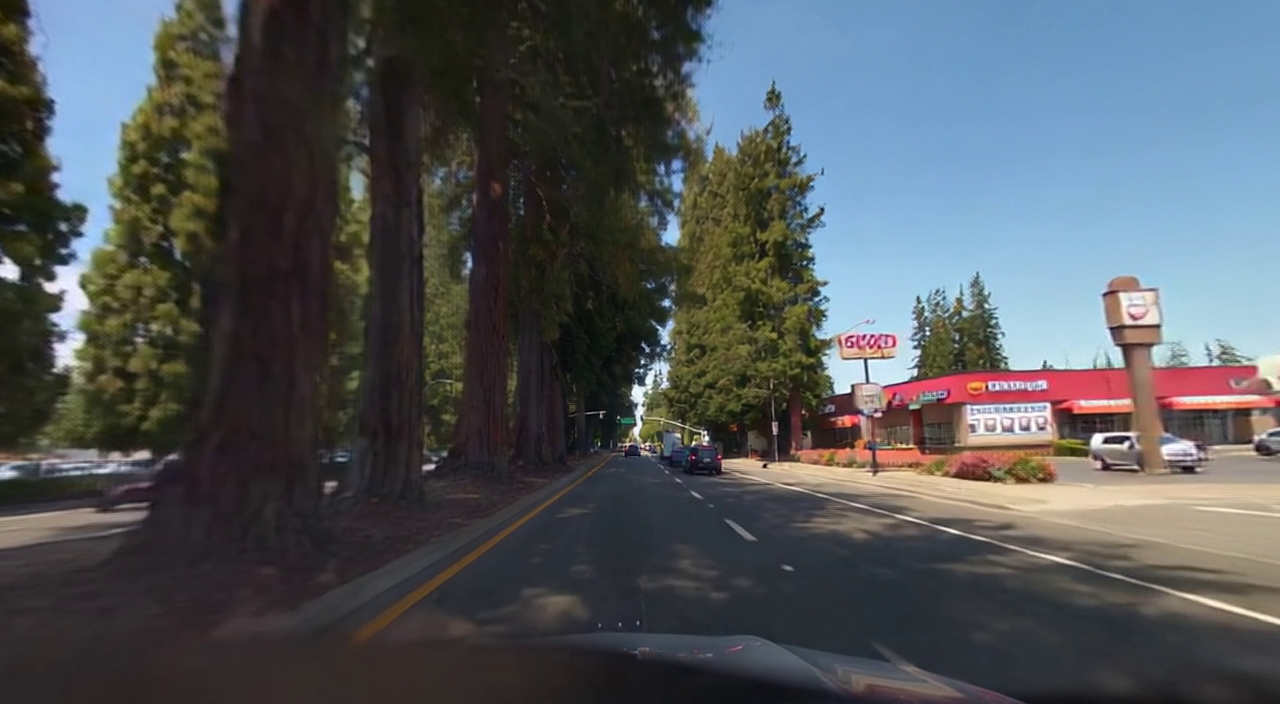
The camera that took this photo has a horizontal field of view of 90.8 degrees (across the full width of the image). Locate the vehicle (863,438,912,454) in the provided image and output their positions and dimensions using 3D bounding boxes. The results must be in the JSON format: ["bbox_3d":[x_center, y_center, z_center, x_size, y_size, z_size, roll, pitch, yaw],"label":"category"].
[{"bbox_3d":[19.209,7.325,49.131,3.242,1.165,1.363,1,-7,-5],"label":"vehicle"}]

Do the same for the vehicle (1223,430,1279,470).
[{"bbox_3d":[31.733,4.926,31.841,2.269,1.862,4.495,-3,-9,28],"label":"vehicle"}]

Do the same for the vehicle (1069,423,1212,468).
[{"bbox_3d":[20.626,3.862,26.154,4.210,1.727,2.227,2,-7,-8],"label":"vehicle"}]

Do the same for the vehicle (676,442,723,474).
[{"bbox_3d":[3.151,5.667,34.150,2.041,1.531,4.236,1,-7,-1],"label":"vehicle"}]
